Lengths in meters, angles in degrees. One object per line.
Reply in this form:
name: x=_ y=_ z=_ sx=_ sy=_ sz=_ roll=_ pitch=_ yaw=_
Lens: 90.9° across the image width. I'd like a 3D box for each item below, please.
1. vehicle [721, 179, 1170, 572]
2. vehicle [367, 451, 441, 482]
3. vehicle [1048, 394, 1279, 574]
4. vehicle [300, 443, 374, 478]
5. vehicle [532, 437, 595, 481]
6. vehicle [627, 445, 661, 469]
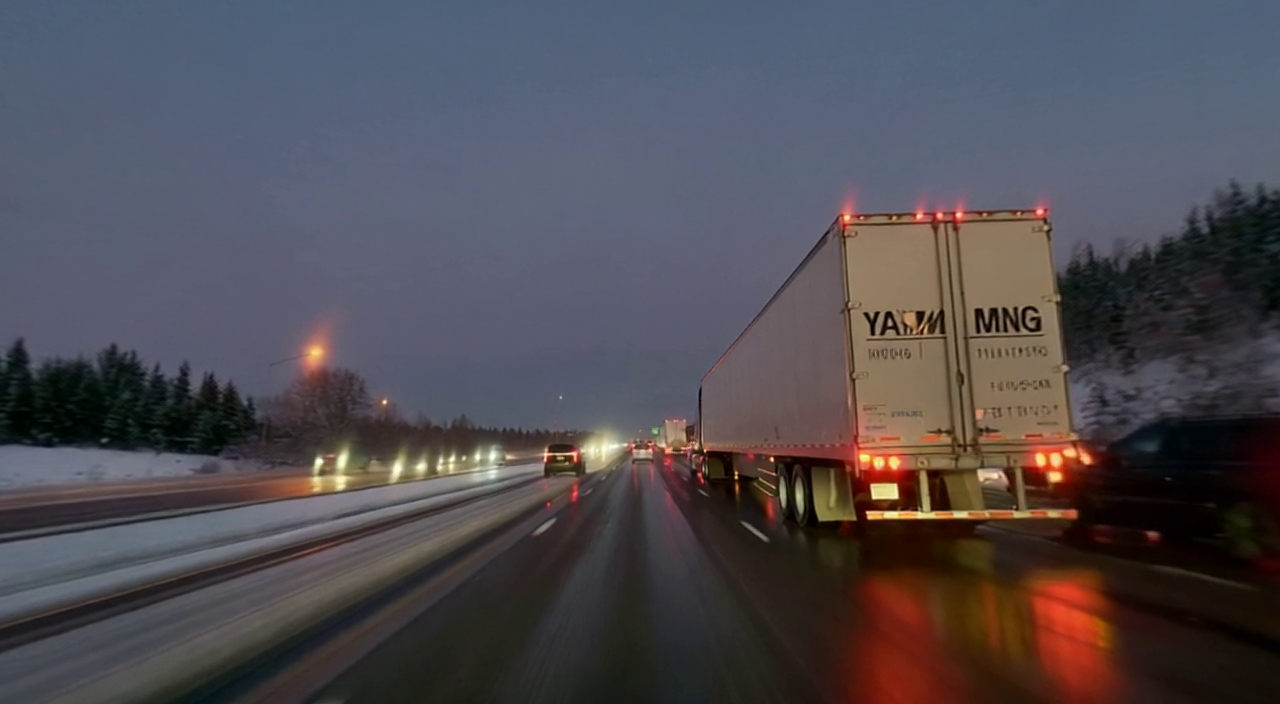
vehicle: x=3.849 y=1.094 z=12.741 sx=2.821 sy=4.077 sz=12.562 roll=0 pitch=-9 yaw=0
vehicle: x=-12.459 y=6.060 z=33.676 sx=2.044 sy=1.481 sz=4.822 roll=0 pitch=-9 yaw=1
vehicle: x=7.252 y=1.441 z=7.198 sx=2.060 sy=1.732 sz=4.684 roll=0 pitch=-9 yaw=0
vehicle: x=-23.456 y=8.411 z=49.196 sx=2.531 sy=2.538 sz=6.239 roll=0 pitch=-9 yaw=0
vehicle: x=-3.193 y=4.585 z=27.188 sx=2.058 sy=1.711 sz=4.226 roll=0 pitch=-9 yaw=1
vehicle: x=0.256 y=6.802 z=41.058 sx=2.063 sy=1.469 sz=4.208 roll=0 pitch=-9 yaw=0
